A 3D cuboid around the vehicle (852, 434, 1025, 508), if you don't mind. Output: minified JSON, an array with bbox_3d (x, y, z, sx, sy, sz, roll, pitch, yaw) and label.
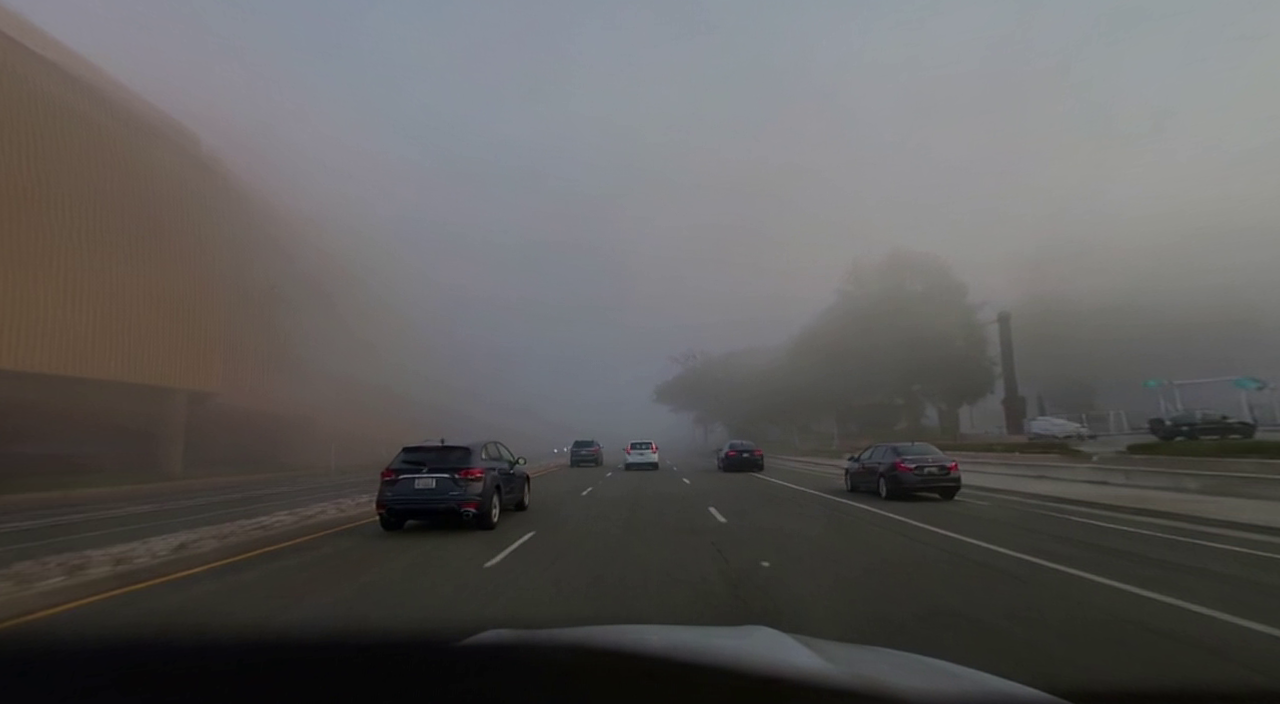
[{"bbox_3d":[6.828,2.760,15.097,1.865,1.458,4.605,0,-8,-1],"label":"vehicle"}]

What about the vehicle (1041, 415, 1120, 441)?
[{"bbox_3d":[26.421,4.592,37.763,4.692,1.475,2.038,5,-10,-31],"label":"vehicle"}]

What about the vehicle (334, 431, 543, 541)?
[{"bbox_3d":[-3.123,2.179,10.942,2.095,1.486,4.411,-1,-8,1],"label":"vehicle"}]

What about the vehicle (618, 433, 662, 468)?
[{"bbox_3d":[0.037,5.566,35.709,2.304,1.795,4.526,-1,-8,1],"label":"vehicle"}]

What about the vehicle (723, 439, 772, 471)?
[{"bbox_3d":[5.249,5.077,31.180,1.884,1.458,4.245,-1,-8,3],"label":"vehicle"}]

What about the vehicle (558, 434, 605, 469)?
[{"bbox_3d":[-3.202,5.584,35.543,2.117,1.799,4.442,-1,-8,1],"label":"vehicle"}]

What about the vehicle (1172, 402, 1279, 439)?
[{"bbox_3d":[26.056,3.087,27.901,4.674,1.489,2.008,4,-9,-27],"label":"vehicle"}]
